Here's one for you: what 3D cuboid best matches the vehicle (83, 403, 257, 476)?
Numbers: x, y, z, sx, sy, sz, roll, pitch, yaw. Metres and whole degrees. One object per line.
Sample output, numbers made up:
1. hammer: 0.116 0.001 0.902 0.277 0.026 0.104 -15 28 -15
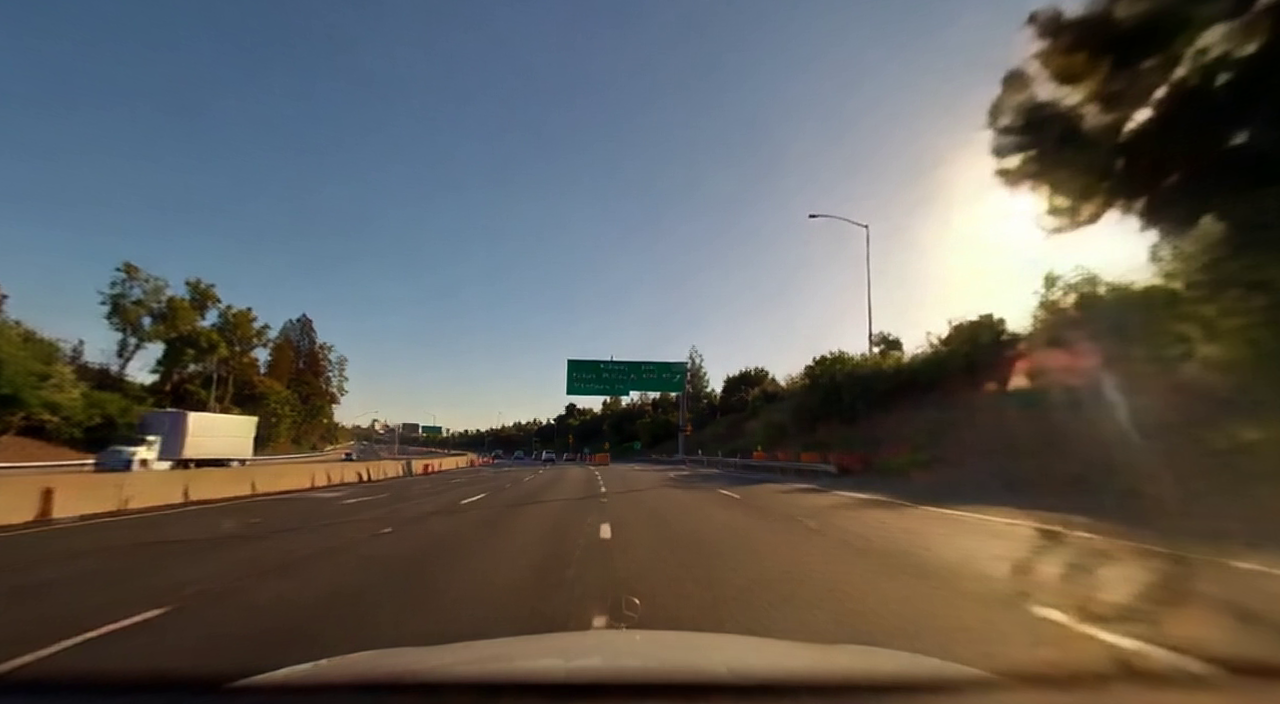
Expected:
1. vehicle: -24.388 4.732 33.532 3.030 3.342 8.736 0 -9 -4
